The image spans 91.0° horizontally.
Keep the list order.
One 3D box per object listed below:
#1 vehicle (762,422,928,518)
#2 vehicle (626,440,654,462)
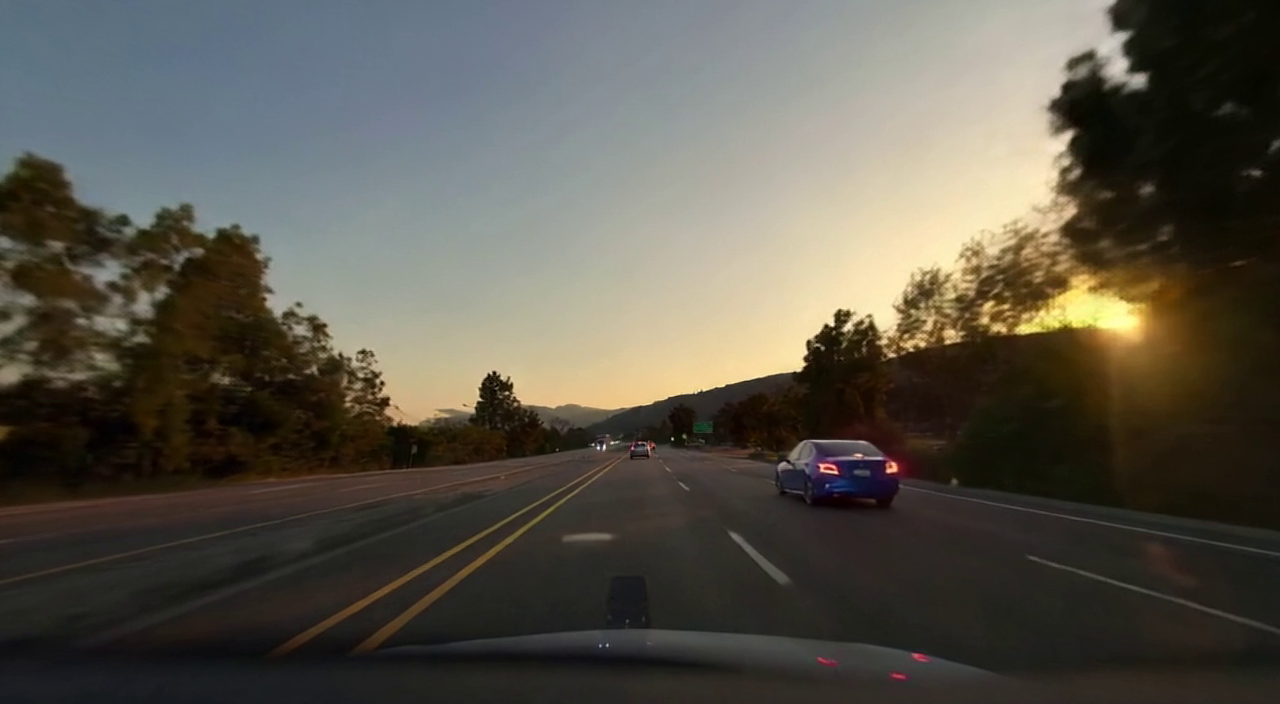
[{"bbox_3d":[3.895,2.308,12.789,2.037,1.609,4.036,0,-8,1],"label":"vehicle"},{"bbox_3d":[-0.001,7.451,47.589,2.009,1.554,4.013,0,-8,1],"label":"vehicle"}]
